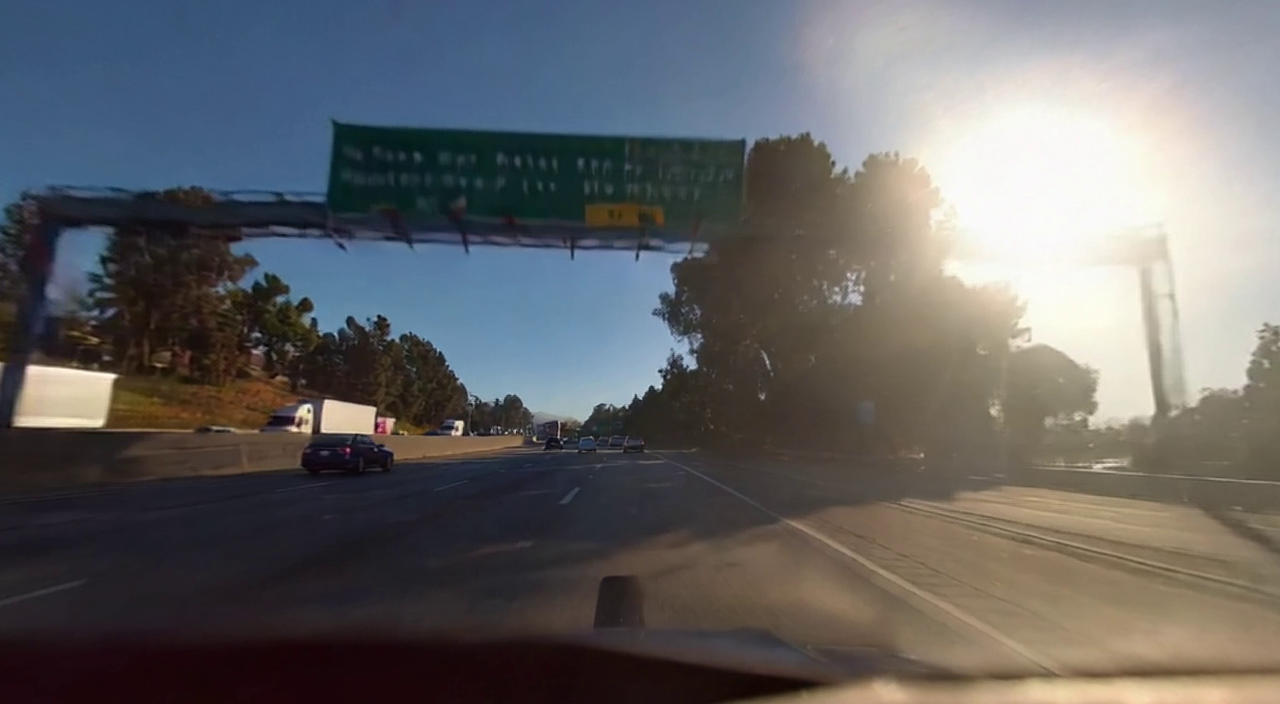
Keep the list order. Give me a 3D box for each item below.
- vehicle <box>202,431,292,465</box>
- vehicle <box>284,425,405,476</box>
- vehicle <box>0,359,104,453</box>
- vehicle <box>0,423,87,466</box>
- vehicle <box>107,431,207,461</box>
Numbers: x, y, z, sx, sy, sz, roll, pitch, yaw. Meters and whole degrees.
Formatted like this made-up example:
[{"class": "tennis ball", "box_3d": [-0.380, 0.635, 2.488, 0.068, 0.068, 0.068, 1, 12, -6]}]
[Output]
[{"class": "vehicle", "box_3d": [-17.860, 4.353, 28.844, 1.833, 1.439, 3.471, 0, -8, 0]}, {"class": "vehicle", "box_3d": [-10.730, 3.602, 23.418, 2.197, 1.654, 4.823, 0, -8, -1]}, {"class": "vehicle", "box_3d": [-29.372, 2.290, 27.060, 2.780, 4.092, 11.598, 0, -7, -1]}, {"class": "vehicle", "box_3d": [-25.030, 3.712, 25.506, 1.822, 1.593, 3.922, 0, -8, -2]}, {"class": "vehicle", "box_3d": [-25.310, 4.924, 33.277, 1.913, 1.419, 4.406, 0, -8, -3]}]
